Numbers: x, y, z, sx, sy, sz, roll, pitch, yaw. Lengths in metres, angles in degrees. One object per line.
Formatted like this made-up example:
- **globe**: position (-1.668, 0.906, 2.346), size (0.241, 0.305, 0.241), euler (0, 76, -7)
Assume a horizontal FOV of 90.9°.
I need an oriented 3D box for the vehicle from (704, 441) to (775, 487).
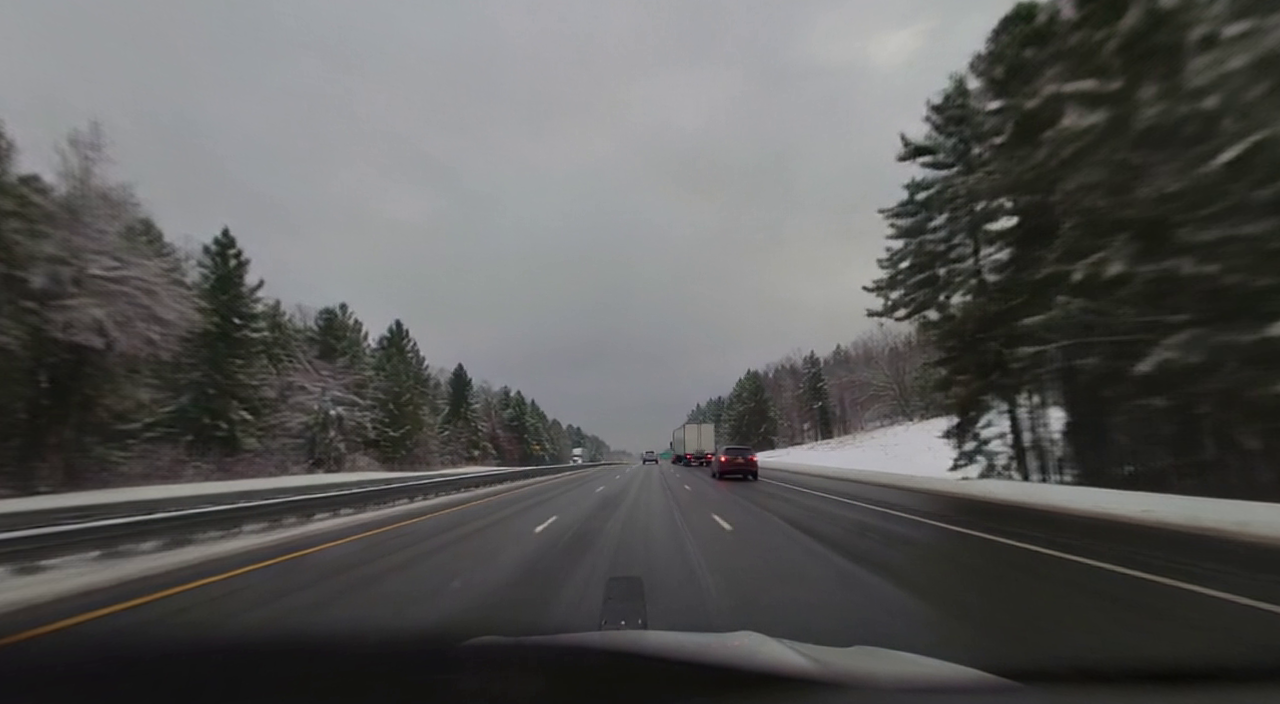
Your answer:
- **vehicle**: position (3.831, 4.403, 25.068), size (2.096, 1.653, 4.185), euler (0, -9, 0)
